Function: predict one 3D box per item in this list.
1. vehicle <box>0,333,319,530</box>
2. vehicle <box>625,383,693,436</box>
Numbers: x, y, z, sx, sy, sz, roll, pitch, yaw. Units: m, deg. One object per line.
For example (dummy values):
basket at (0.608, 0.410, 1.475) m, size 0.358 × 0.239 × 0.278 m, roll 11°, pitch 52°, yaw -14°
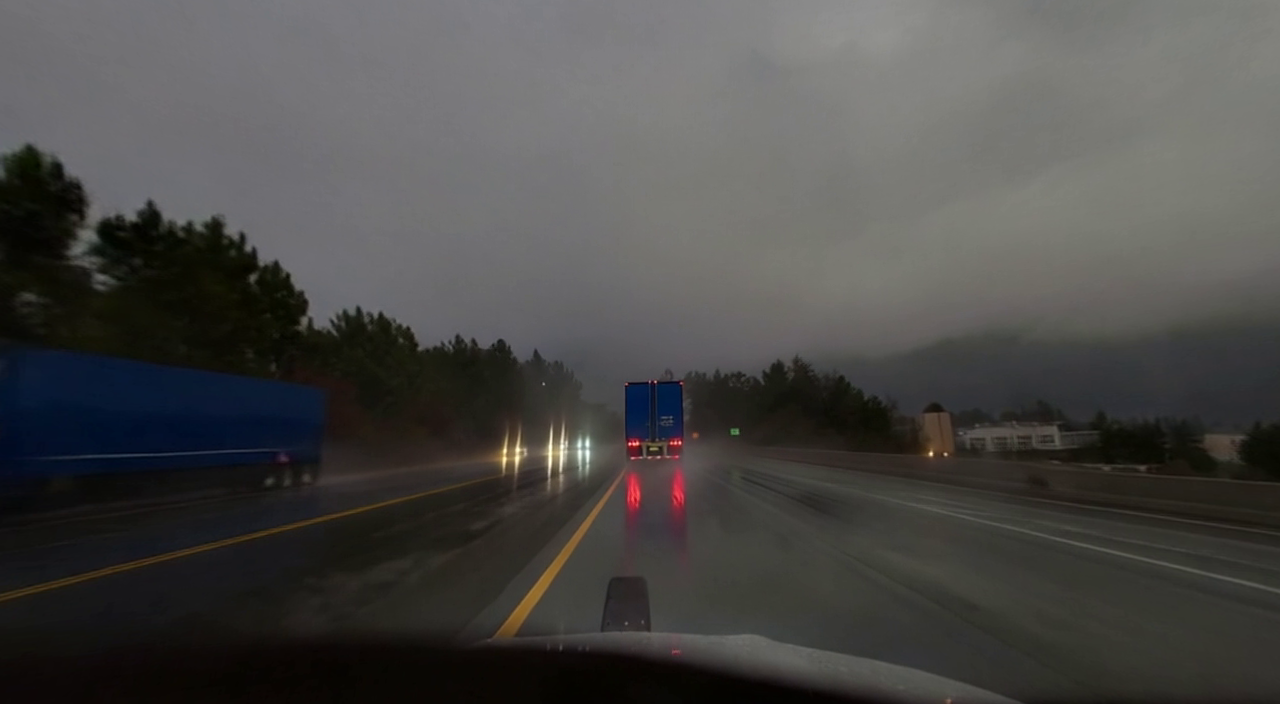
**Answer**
vehicle at (-14.846, 2.550, 19.148) m, size 2.723 × 4.121 × 14.048 m, roll -1°, pitch -8°, yaw 0°
vehicle at (0.637, 2.435, 25.474) m, size 2.509 × 1.890 × 4.732 m, roll 0°, pitch -8°, yaw -2°
